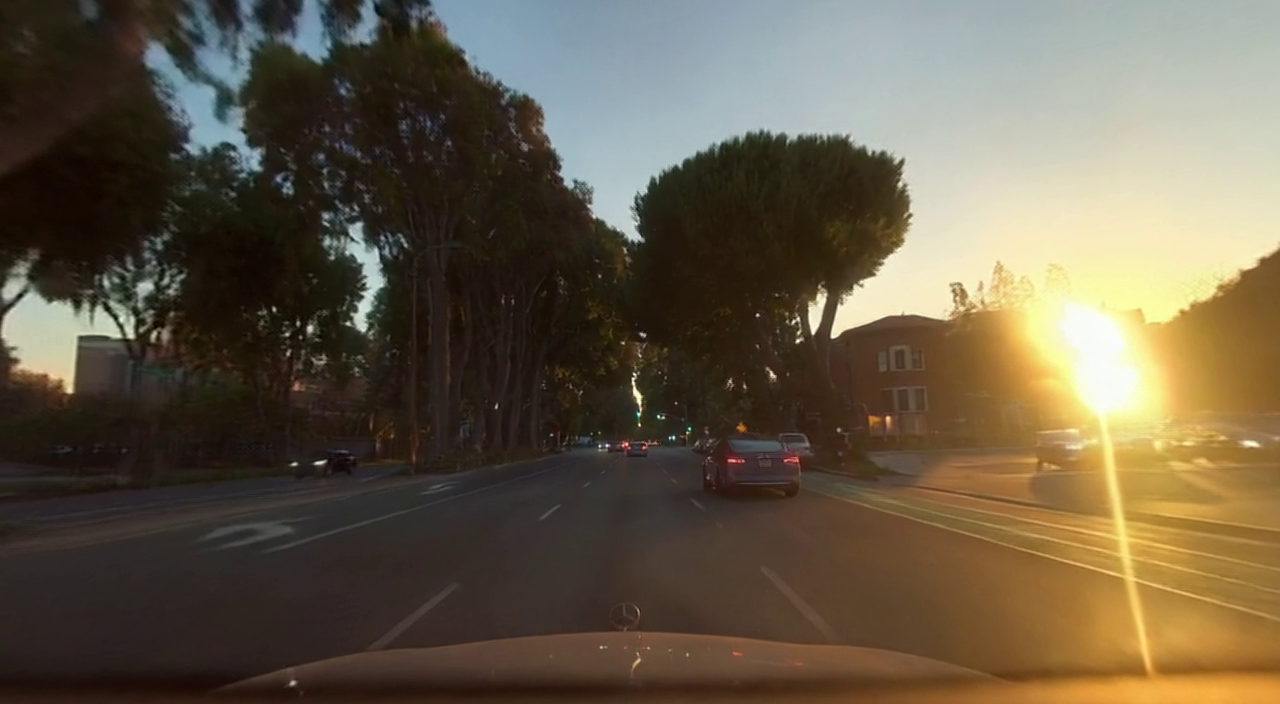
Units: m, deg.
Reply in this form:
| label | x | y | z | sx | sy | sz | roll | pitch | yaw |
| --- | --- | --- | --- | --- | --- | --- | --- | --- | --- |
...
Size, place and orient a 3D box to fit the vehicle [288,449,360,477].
| label | x | y | z | sx | sy | sz | roll | pitch | yaw |
| --- | --- | --- | --- | --- | --- | --- | --- | --- | --- |
| vehicle | -17.903 | 6.294 | 35.958 | 1.865 | 1.452 | 4.504 | 0 | -8 | -1 |

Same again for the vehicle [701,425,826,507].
| label | x | y | z | sx | sy | sz | roll | pitch | yaw |
| --- | --- | --- | --- | --- | --- | --- | --- | --- | --- |
| vehicle | 2.724 | 2.627 | 14.904 | 2.022 | 1.656 | 4.025 | 0 | -8 | -2 |

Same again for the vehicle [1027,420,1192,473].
| label | x | y | z | sx | sy | sz | roll | pitch | yaw |
| --- | --- | --- | --- | --- | --- | --- | --- | --- | --- |
| vehicle | 17.426 | 3.573 | 23.820 | 2.131 | 1.782 | 5.183 | 0 | -8 | -2 |
